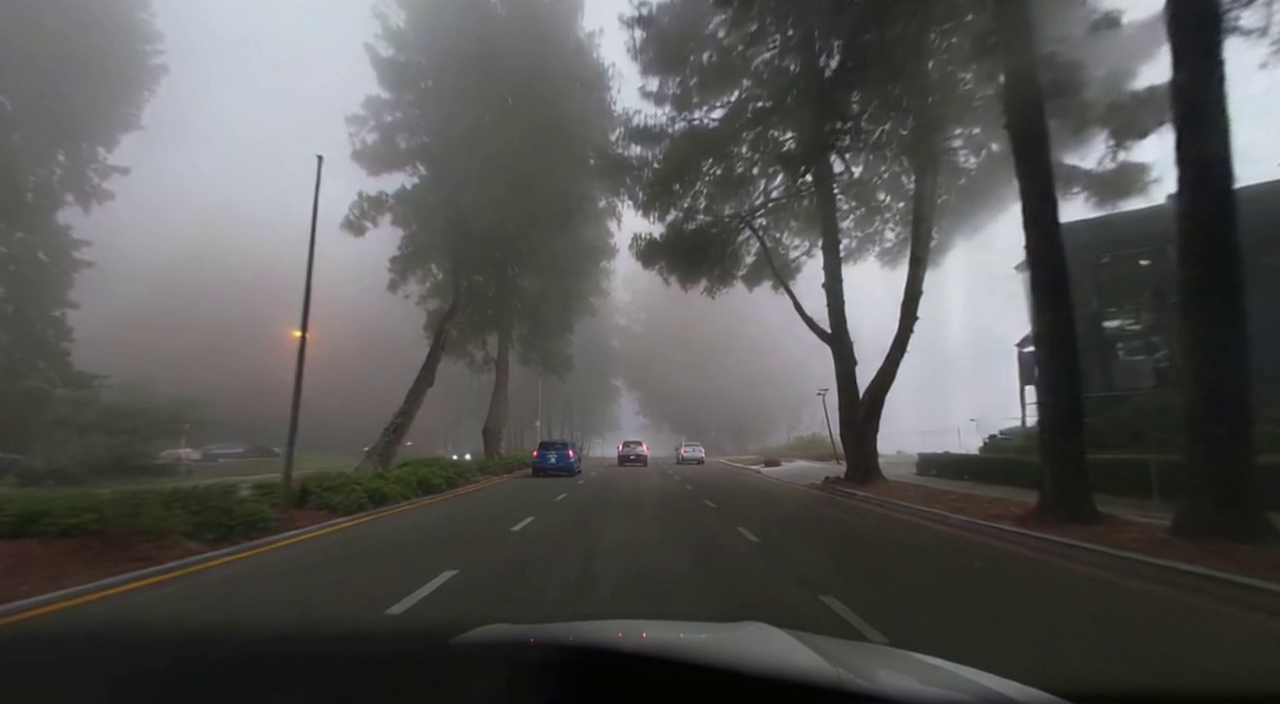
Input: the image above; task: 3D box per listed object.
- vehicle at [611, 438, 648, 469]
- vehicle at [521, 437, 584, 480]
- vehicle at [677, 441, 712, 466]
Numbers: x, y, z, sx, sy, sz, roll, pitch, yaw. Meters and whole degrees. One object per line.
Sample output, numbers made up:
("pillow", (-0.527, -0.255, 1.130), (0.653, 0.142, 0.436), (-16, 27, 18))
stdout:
("vehicle", (-0.579, 5.852, 36.241), (2.022, 1.700, 4.084), (0, -10, 0))
("vehicle", (-3.705, 4.634, 27.501), (2.047, 1.710, 4.314), (0, -10, 1))
("vehicle", (3.467, 6.594, 40.837), (1.847, 1.554, 4.052), (0, -10, -2))
